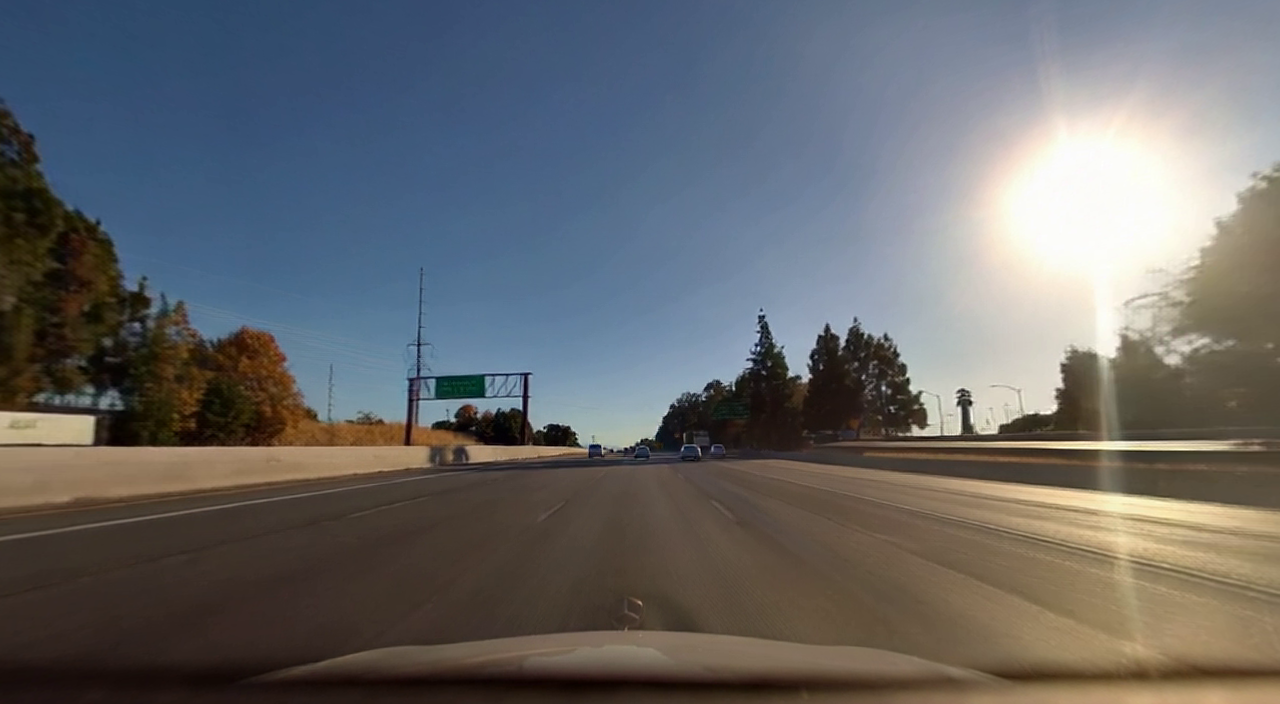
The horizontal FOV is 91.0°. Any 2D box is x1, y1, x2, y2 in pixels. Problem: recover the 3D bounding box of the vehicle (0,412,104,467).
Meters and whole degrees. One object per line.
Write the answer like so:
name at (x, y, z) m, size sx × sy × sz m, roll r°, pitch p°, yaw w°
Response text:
vehicle at (-45.330, 6.360, 45.515) m, size 3.003 × 3.786 × 10.840 m, roll -1°, pitch -9°, yaw 4°
